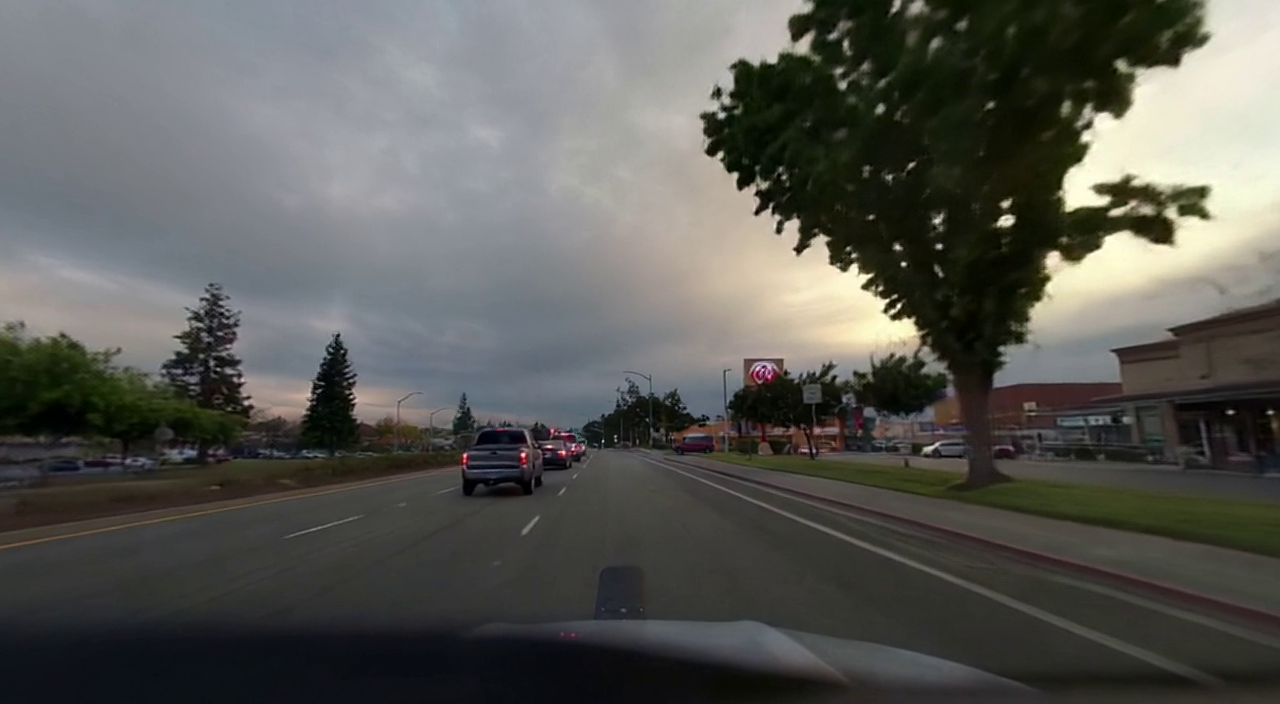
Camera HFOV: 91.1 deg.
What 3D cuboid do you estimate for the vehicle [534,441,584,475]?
[{"bbox_3d":[-3.710,4.876,29.284,2.113,1.446,4.309,1,-8,-5],"label":"vehicle"}]

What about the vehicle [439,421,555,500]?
[{"bbox_3d":[-3.836,3.028,17.894,2.222,1.899,5.006,0,-8,-2],"label":"vehicle"}]
